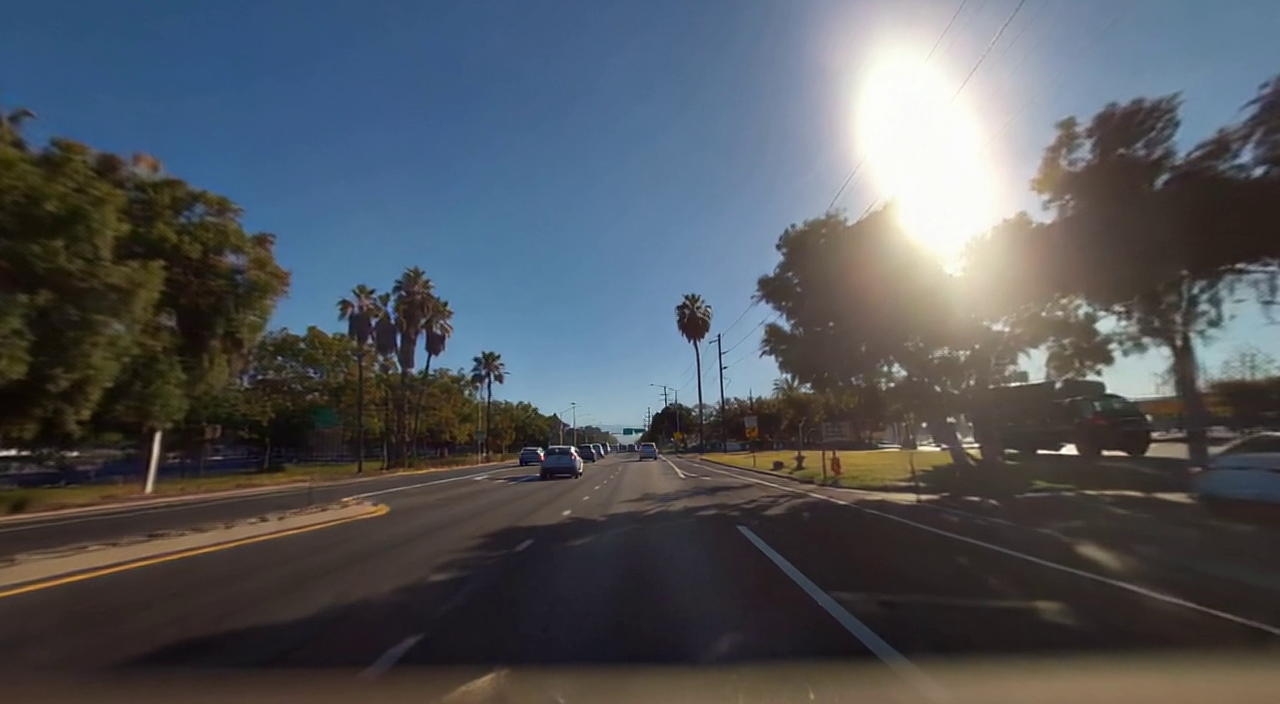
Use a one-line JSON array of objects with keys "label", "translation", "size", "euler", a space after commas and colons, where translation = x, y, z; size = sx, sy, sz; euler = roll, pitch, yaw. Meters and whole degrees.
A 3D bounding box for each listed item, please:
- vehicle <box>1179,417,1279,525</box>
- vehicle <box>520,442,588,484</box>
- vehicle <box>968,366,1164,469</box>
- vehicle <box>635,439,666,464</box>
[{"label": "vehicle", "translation": [11.108, 1.874, 10.171], "size": [4.420, 1.541, 2.062], "euler": [5, -10, -28]}, {"label": "vehicle", "translation": [-3.206, 4.239, 24.411], "size": [1.982, 1.451, 4.152], "euler": [0, -9, 1]}, {"label": "vehicle", "translation": [19.839, 3.106, 30.414], "size": [2.923, 4.081, 8.860], "euler": [-3, -5, -1]}, {"label": "vehicle", "translation": [0.775, 7.361, 46.811], "size": [2.155, 1.781, 3.977], "euler": [0, -9, 1]}]
